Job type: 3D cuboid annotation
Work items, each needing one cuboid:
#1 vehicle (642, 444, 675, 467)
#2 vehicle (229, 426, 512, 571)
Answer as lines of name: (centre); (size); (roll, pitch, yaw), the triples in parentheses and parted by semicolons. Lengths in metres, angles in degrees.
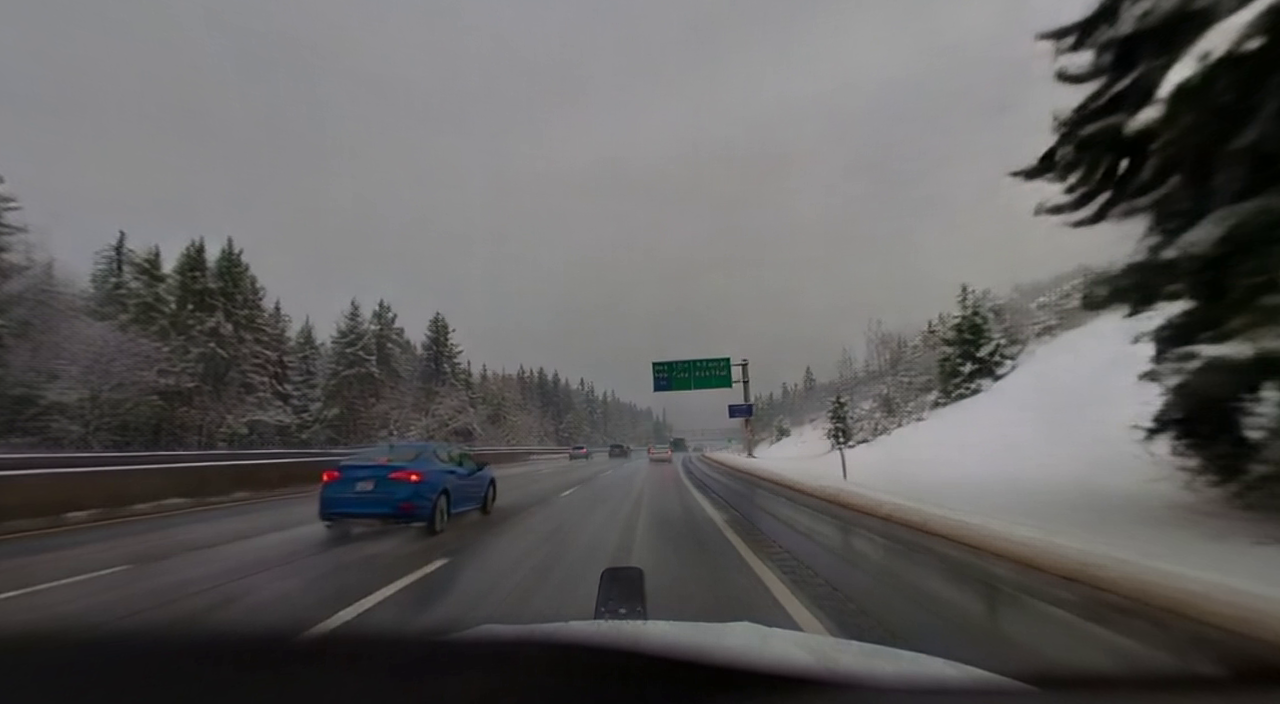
vehicle: (1.280, 6.979, 42.556); (2.113, 1.464, 4.073); (0, -8, 3)
vehicle: (-3.356, 1.906, 9.056); (2.024, 1.531, 4.431); (0, -8, 1)
